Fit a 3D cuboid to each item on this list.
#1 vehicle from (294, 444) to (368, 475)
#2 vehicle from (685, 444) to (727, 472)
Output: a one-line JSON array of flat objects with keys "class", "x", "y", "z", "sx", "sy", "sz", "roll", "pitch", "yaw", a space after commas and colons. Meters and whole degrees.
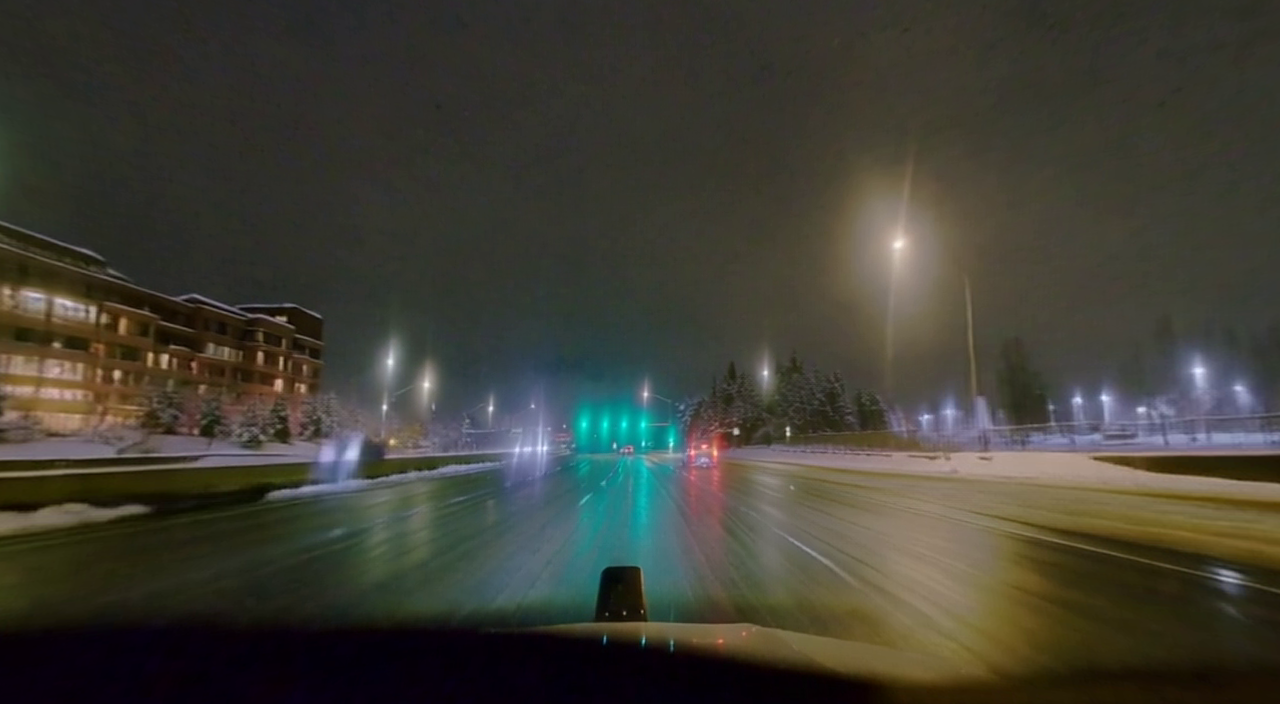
[{"class": "vehicle", "x": -16.692, "y": 5.802, "z": 34.279, "sx": 1.986, "sy": 1.552, "sz": 4.014, "roll": 0, "pitch": -9, "yaw": 0}, {"class": "vehicle", "x": 3.776, "y": 6.134, "z": 36.665, "sx": 1.926, "sy": 1.477, "sz": 4.025, "roll": 0, "pitch": -9, "yaw": -2}]
